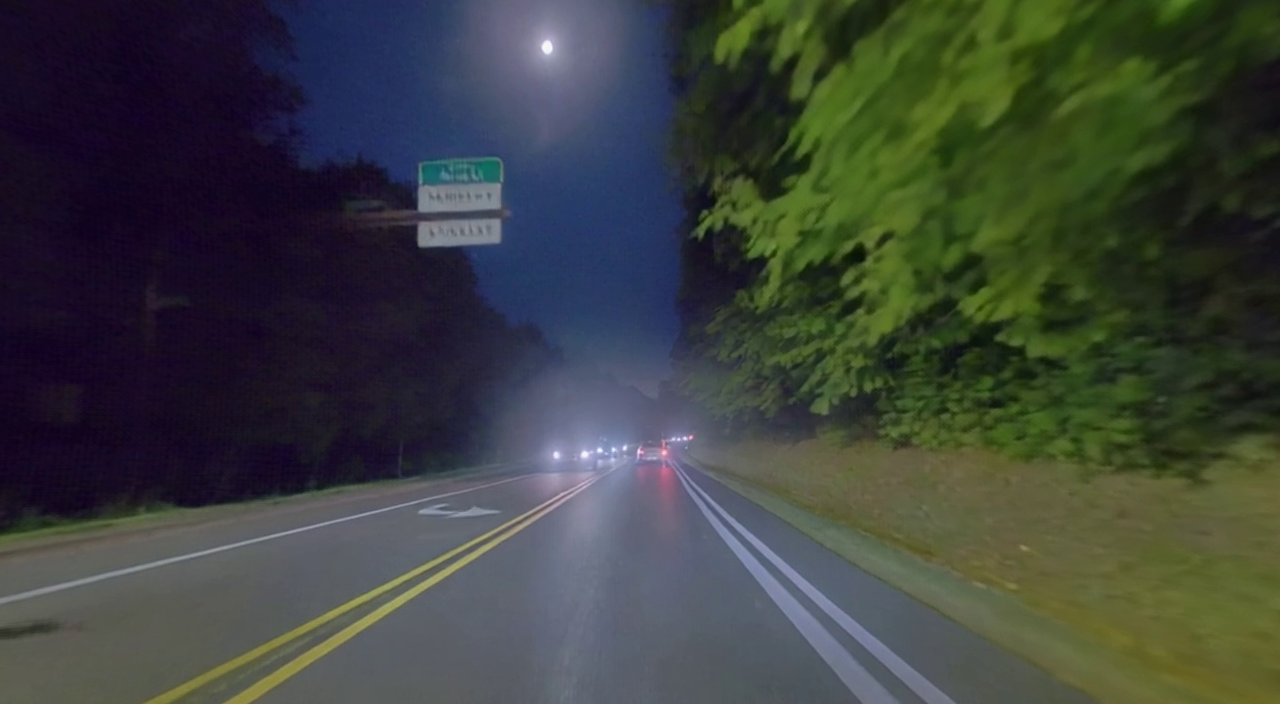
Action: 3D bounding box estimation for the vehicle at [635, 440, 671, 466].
[{"bbox_3d":[0.815,6.133,38.474,2.067,1.486,3.861,0,-9,2],"label":"vehicle"}]

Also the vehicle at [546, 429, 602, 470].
[{"bbox_3d":[-3.730,5.693,37.003,2.479,2.208,5.780,0,-9,2],"label":"vehicle"}]
